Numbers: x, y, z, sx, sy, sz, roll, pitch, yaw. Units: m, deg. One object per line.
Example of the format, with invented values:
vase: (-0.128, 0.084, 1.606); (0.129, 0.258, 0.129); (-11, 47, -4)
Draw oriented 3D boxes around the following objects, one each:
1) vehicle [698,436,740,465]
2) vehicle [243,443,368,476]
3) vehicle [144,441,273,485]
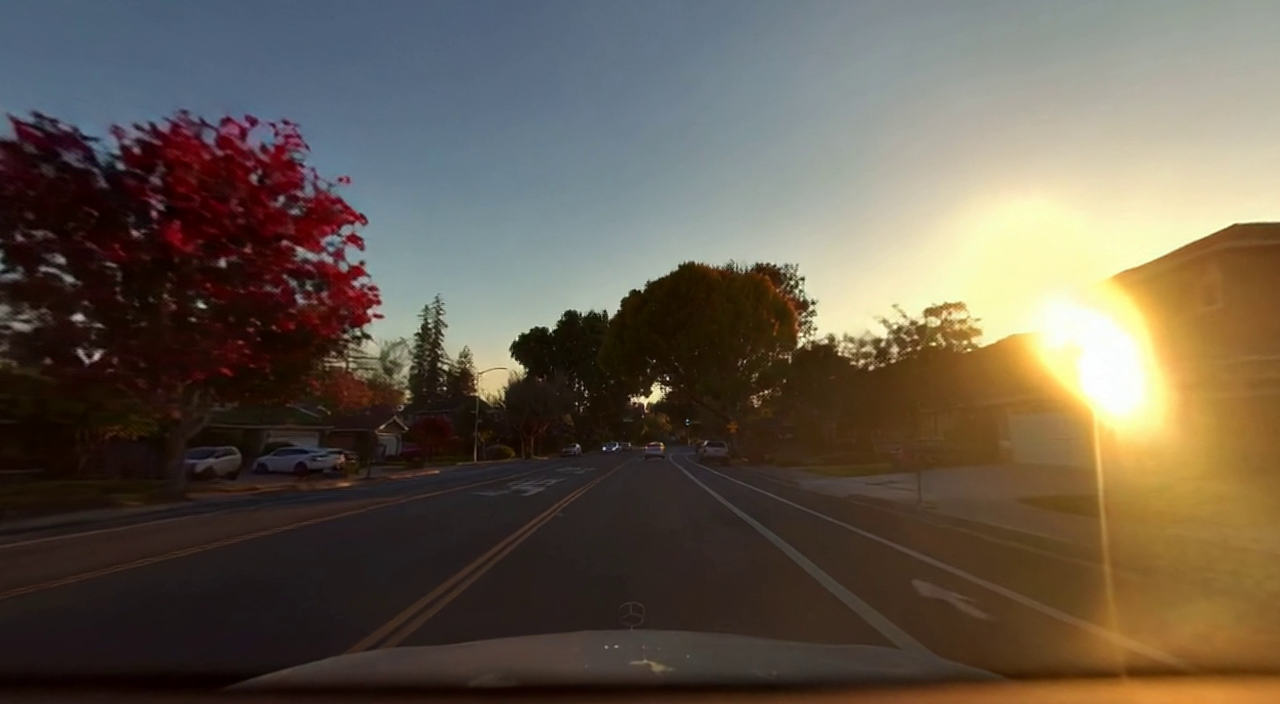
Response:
vehicle: (5.425, 6.828, 43.883); (2.233, 1.887, 5.347); (0, -9, 0)
vehicle: (-18.087, 5.825, 34.282); (5.419, 1.649, 2.396); (0, -9, 1)
vehicle: (-18.801, 4.793, 27.606); (4.372, 1.745, 2.017); (6, -10, -35)
